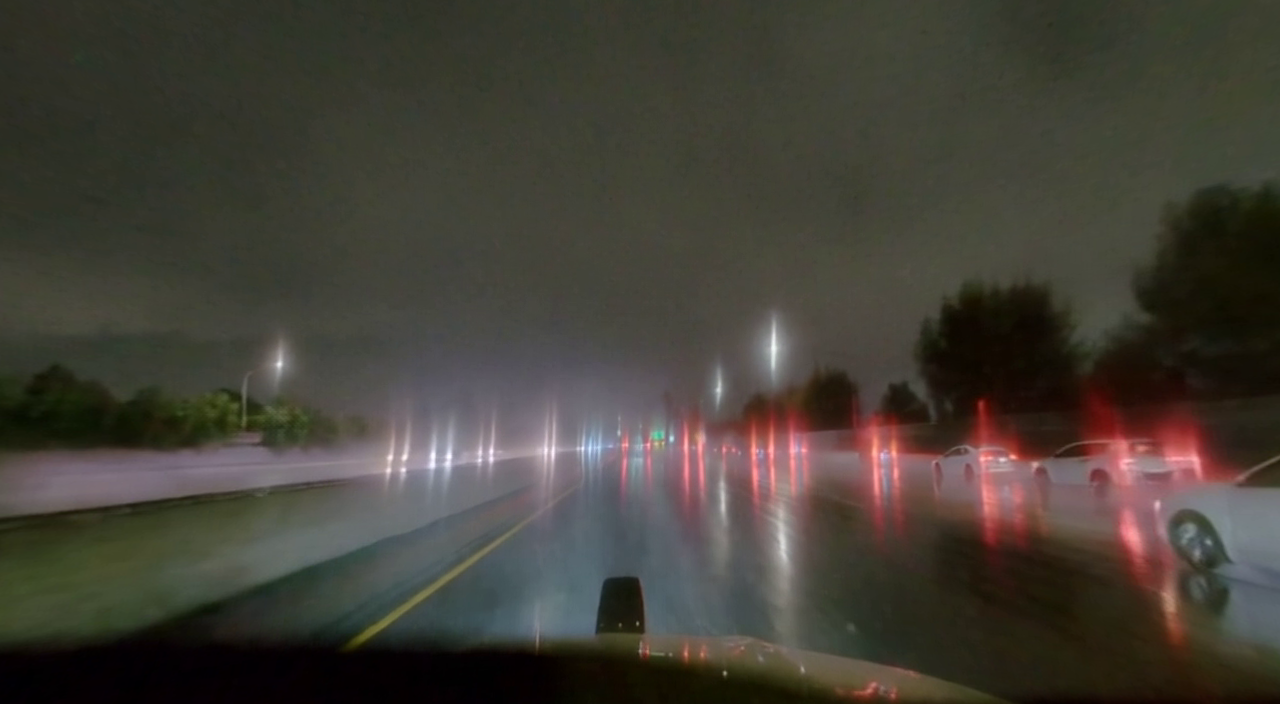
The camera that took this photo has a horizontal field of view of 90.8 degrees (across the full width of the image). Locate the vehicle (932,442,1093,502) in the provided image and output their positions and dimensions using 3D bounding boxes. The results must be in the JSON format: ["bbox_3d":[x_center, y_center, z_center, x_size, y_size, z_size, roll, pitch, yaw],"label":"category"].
[{"bbox_3d":[9.906,3.201,17.247,1.836,1.418,4.132,0,-9,-1],"label":"vehicle"}]

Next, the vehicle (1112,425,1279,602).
[{"bbox_3d":[6.279,1.273,4.764,1.821,1.470,4.633,0,-9,0],"label":"vehicle"}]
